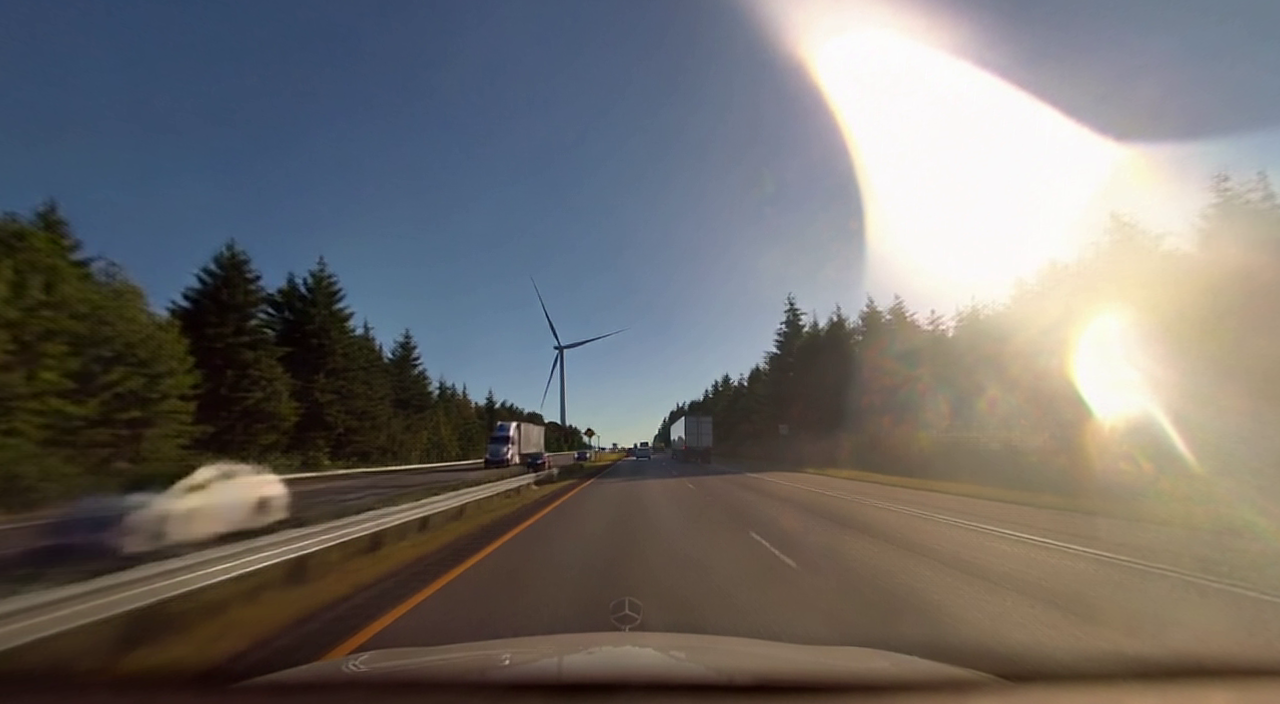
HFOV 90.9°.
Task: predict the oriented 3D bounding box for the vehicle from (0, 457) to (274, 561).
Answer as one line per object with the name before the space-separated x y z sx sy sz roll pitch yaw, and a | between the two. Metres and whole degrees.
vehicle | -8.793 2.701 11.469 1.978 1.498 3.712 0 -9 0

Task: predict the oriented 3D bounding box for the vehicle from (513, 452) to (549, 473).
vehicle | -7.856 8.017 45.764 1.843 1.456 3.733 0 -9 1

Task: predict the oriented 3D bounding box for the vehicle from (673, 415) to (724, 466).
vehicle | 4.387 7.024 49.417 2.903 3.602 9.351 0 -9 -1
